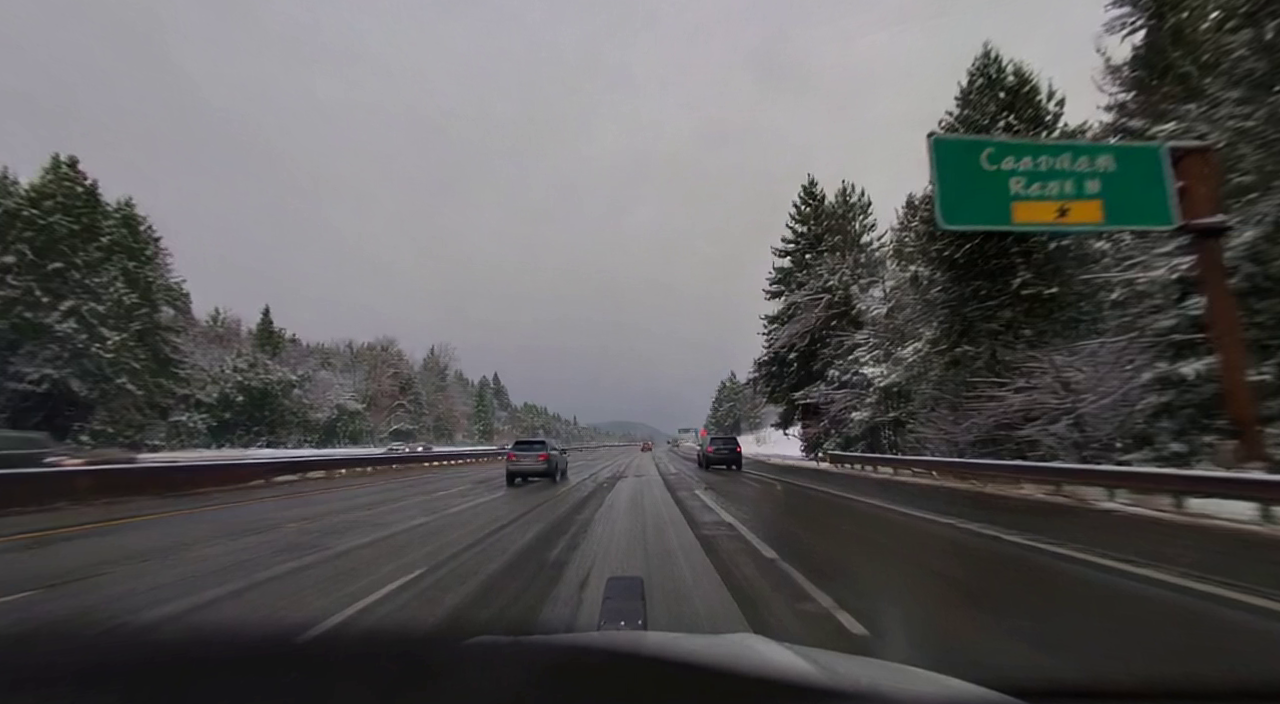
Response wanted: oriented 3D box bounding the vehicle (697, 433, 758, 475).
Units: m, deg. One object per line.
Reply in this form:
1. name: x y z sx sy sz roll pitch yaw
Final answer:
1. vehicle: 3.998 4.769 29.485 2.149 1.796 4.487 0 -8 -1

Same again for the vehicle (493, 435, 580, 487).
1. vehicle: -3.448 3.727 21.769 2.166 1.608 4.297 0 -8 1
